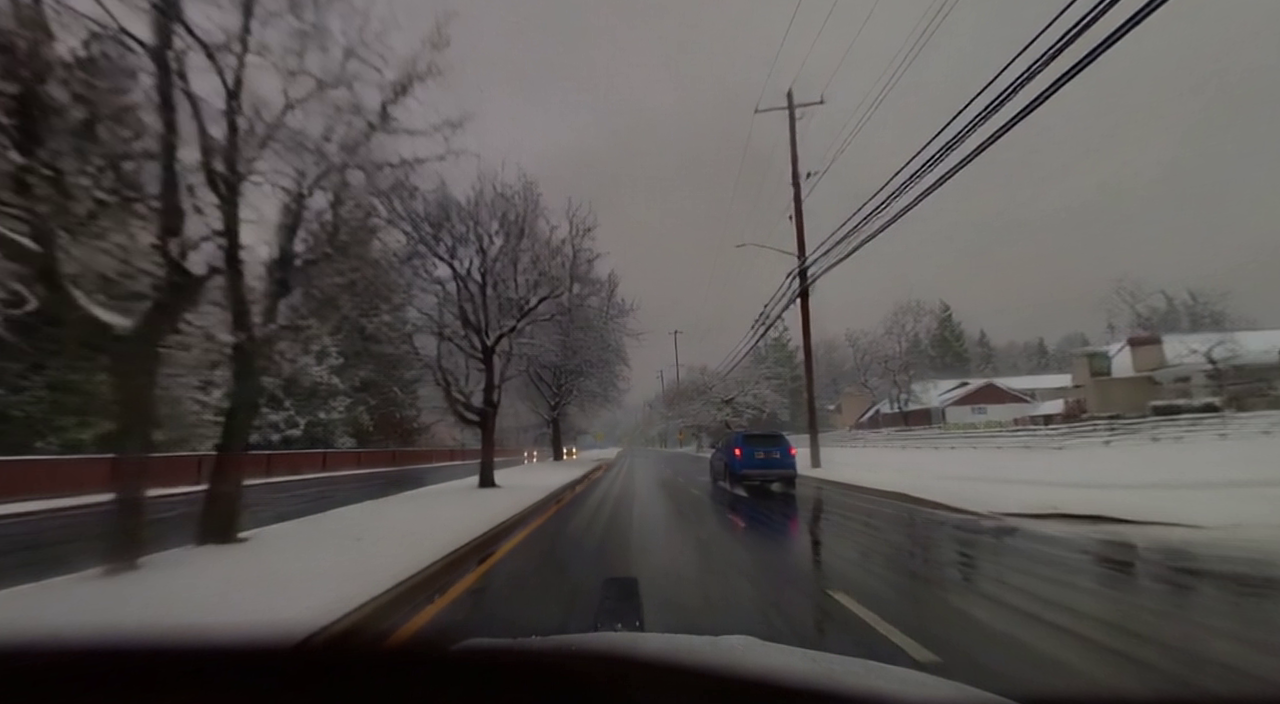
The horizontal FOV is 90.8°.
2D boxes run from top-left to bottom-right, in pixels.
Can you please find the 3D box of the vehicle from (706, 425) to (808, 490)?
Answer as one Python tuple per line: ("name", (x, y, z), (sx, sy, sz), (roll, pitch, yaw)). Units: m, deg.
("vehicle", (3.533, 3.319, 20.115), (2.193, 1.777, 4.772), (0, -8, -2))
